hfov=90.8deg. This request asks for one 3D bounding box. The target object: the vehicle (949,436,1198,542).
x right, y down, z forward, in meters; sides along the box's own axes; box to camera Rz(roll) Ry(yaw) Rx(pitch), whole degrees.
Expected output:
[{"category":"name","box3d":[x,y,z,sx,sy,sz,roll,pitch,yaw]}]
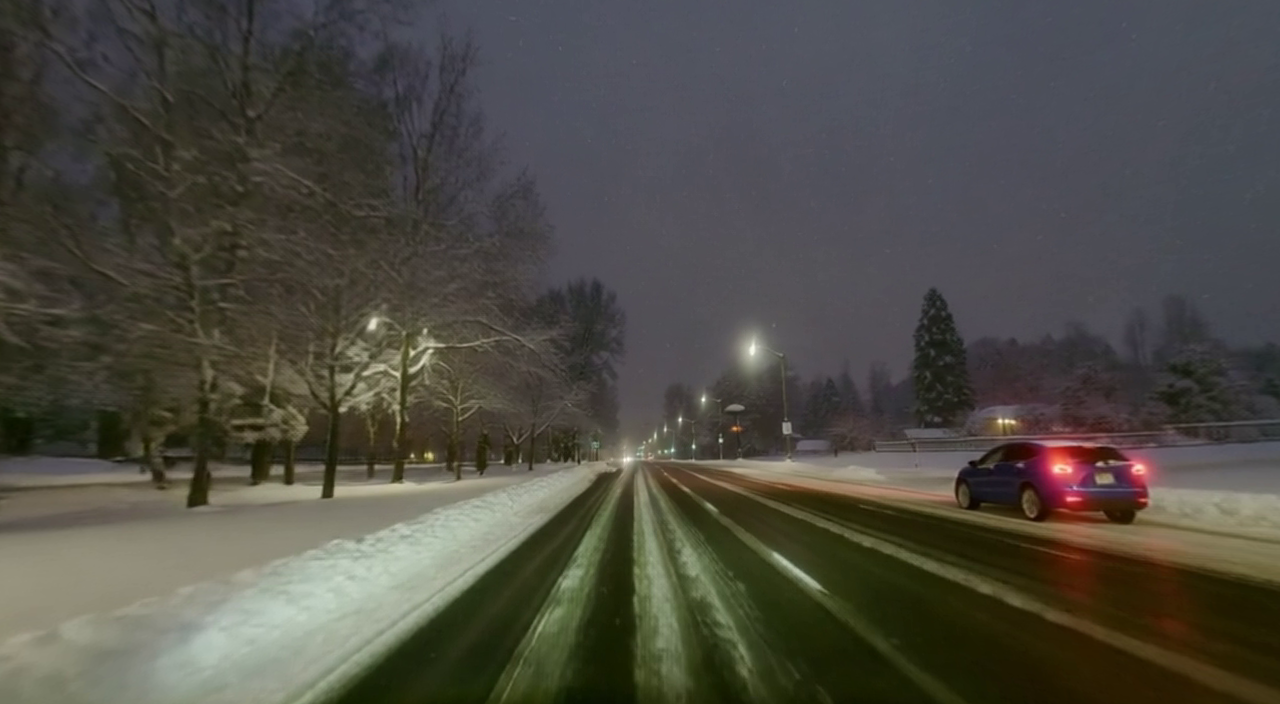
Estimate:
[{"category":"vehicle","box3d":[7.193,2.262,10.992,1.797,1.518,3.433,0,-9,-1]}]
